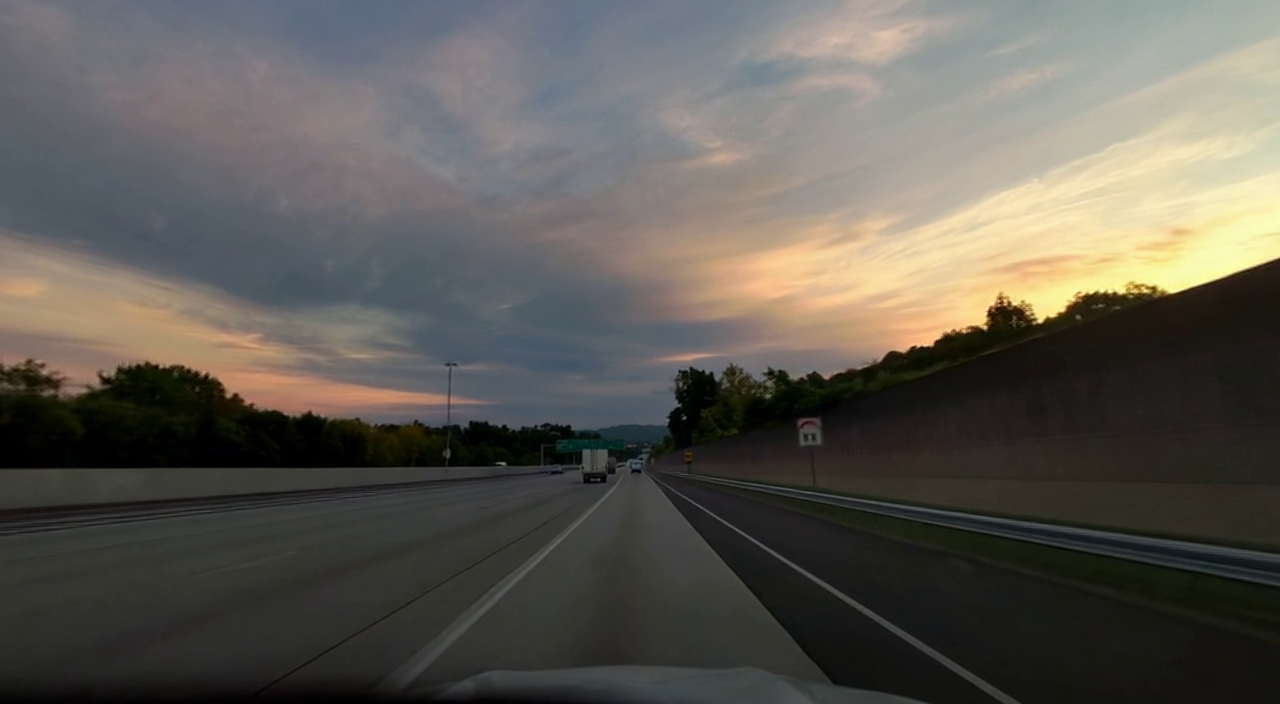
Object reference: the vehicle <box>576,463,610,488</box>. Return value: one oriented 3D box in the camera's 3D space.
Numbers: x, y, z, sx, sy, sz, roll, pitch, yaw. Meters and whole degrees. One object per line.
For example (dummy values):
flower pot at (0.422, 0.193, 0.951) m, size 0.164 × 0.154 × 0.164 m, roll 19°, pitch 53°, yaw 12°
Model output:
vehicle at (-3.223, 8.574, 43.893) m, size 2.092 × 1.642 × 3.895 m, roll 1°, pitch -11°, yaw -1°
